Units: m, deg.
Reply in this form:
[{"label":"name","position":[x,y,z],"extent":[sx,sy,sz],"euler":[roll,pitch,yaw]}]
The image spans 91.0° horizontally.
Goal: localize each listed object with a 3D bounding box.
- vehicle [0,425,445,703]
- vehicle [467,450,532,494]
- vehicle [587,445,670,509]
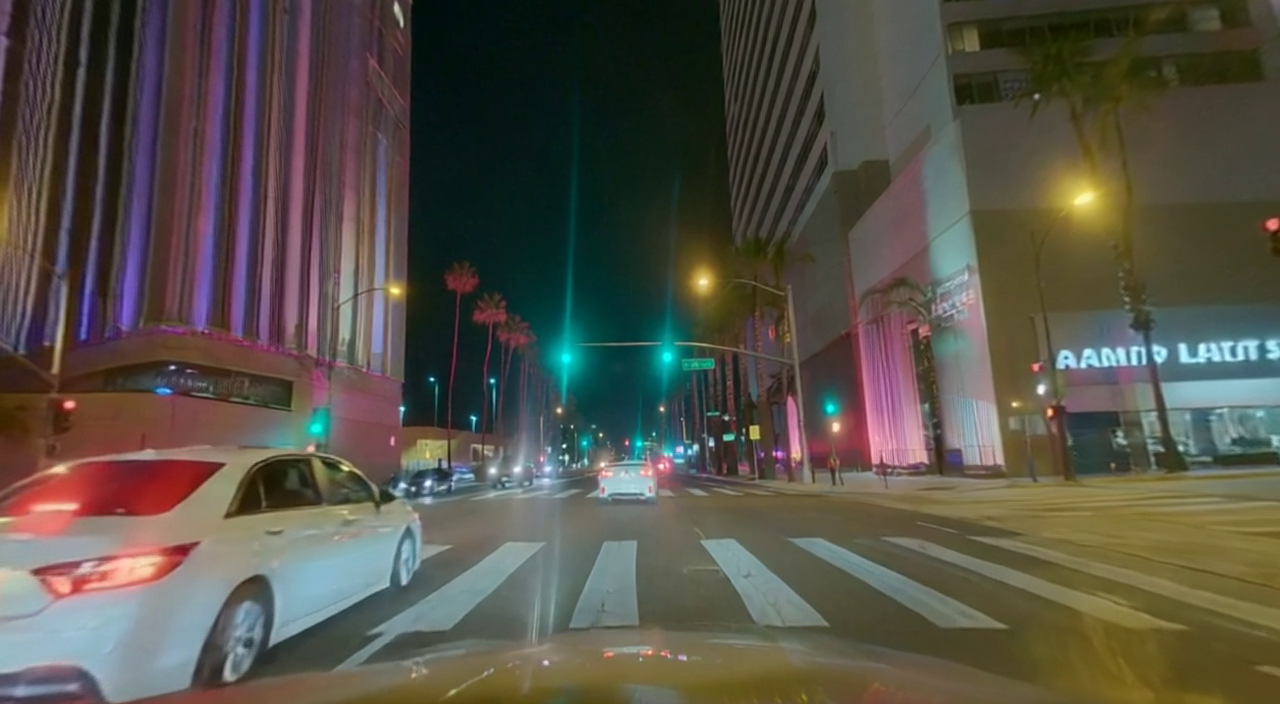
[{"label":"vehicle","position":[-3.300,1.392,4.947],"extent":[2.096,1.492,4.666],"euler":[0,-8,-1]},{"label":"vehicle","position":[-6.718,5.753,30.582],"extent":[2.070,1.893,4.738],"euler":[0,-8,0]},{"label":"vehicle","position":[-0.316,3.554,18.425],"extent":[2.145,1.632,3.972],"euler":[0,-8,-1]}]
